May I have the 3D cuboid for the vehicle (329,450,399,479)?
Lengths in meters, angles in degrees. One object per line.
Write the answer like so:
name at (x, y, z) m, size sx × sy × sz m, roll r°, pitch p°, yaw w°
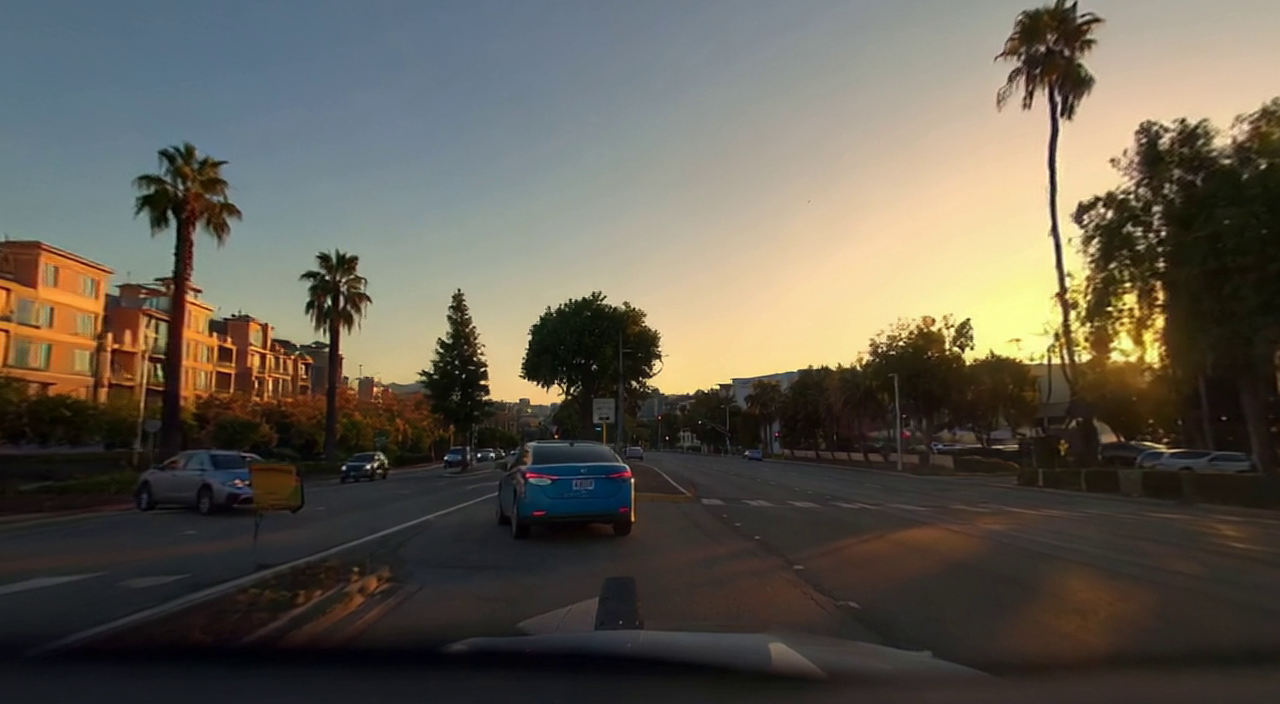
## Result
vehicle at (-15.027, 6.145, 34.744) m, size 2.099 × 1.464 × 4.615 m, roll 1°, pitch -9°, yaw -5°

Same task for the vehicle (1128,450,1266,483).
vehicle at (25.903, 5.317, 29.517) m, size 4.446 × 1.464 × 1.954 m, roll -1°, pitch -9°, yaw 4°

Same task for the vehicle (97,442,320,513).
vehicle at (-10.587, 3.031, 15.619) m, size 4.457 × 1.552 × 2.095 m, roll -3°, pitch -9°, yaw 16°

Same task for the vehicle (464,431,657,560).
vehicle at (-1.482, 2.030, 9.790) m, size 1.986 × 1.473 × 4.382 m, roll 3°, pitch -9°, yaw -20°
